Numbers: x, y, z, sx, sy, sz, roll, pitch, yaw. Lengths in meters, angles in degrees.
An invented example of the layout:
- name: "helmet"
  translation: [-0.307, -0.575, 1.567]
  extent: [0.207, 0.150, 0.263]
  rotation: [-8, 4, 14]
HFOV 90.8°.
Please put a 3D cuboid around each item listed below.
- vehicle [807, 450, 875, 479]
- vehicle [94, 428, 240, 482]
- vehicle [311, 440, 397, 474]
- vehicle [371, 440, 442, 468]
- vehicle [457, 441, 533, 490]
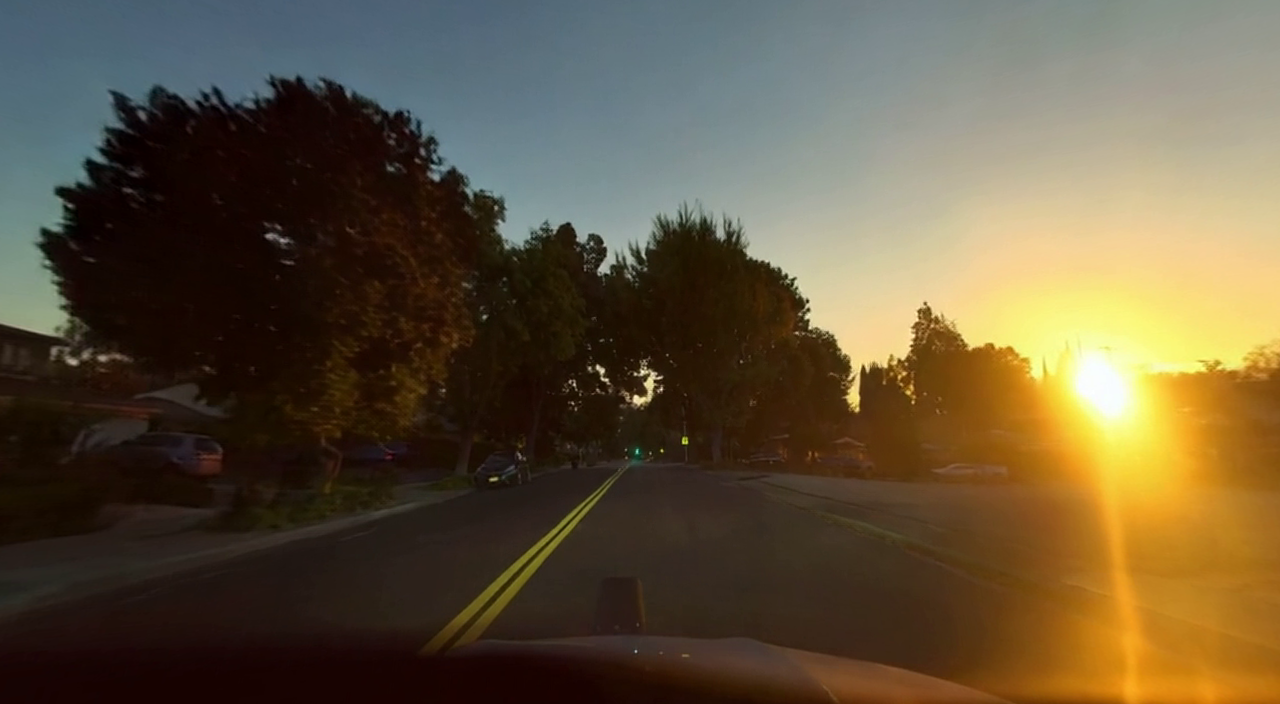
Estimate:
- name: "vehicle"
  translation: [14.681, 8.168, 46.136]
  extent: [4.231, 1.493, 1.941]
  rotation: [3, -6, 33]
- name: "vehicle"
  translation: [-14.744, 3.177, 19.618]
  extent: [4.668, 1.491, 1.941]
  rotation: [-6, -10, 31]
- name: "vehicle"
  translation: [-16.977, 6.224, 37.371]
  extent: [4.742, 1.495, 1.963]
  rotation: [-10, -11, 23]
- name: "vehicle"
  translation: [-17.366, 7.577, 46.870]
  extent: [4.918, 1.918, 2.002]
  rotation: [-6, -10, 25]
- name: "vehicle"
  translation: [-5.786, 4.734, 25.828]
  extent: [1.924, 1.765, 4.542]
  rotation: [-2, -12, 1]
